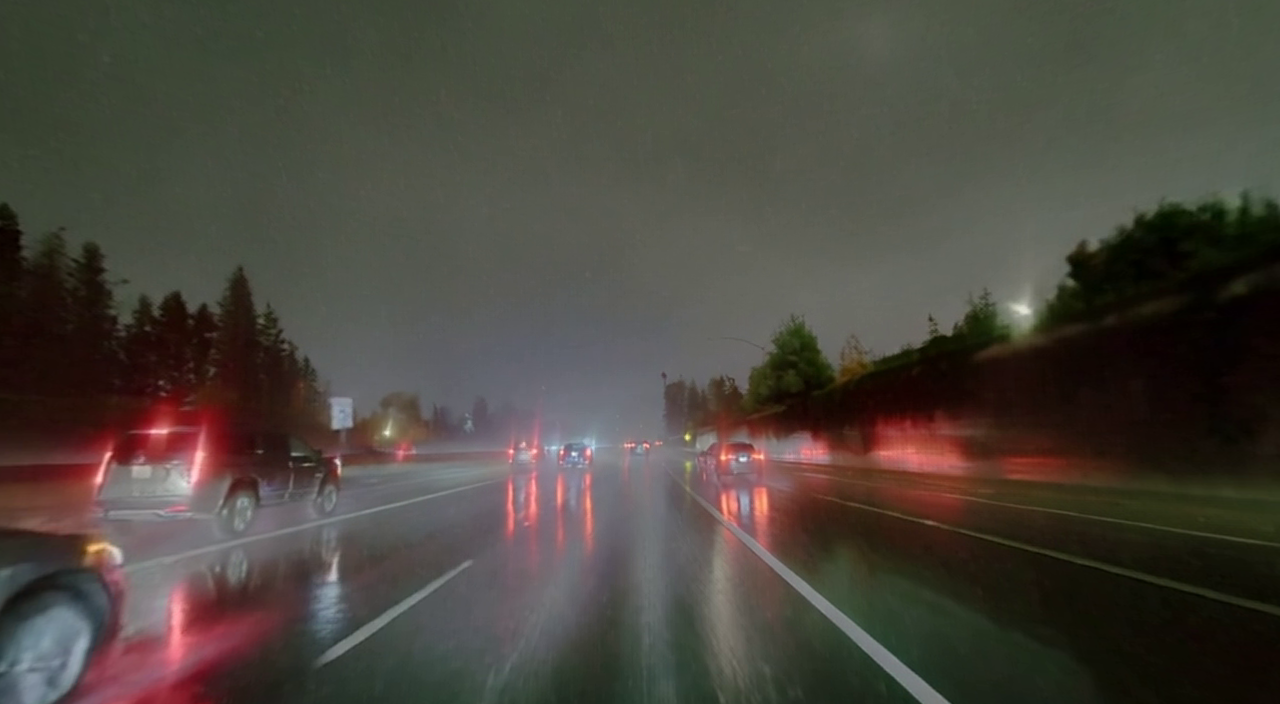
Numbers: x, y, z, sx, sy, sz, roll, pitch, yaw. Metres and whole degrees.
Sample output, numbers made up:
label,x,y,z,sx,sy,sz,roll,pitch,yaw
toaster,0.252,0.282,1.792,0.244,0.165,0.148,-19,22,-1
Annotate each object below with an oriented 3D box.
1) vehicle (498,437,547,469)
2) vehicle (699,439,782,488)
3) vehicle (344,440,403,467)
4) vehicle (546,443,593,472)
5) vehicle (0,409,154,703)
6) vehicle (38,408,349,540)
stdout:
label,x,y,z,sx,sy,sz,roll,pitch,yaw
vehicle,-7.092,6.152,38.458,2.111,1.811,4.391,0,-9,0
vehicle,3.393,3.882,22.228,2.141,1.507,4.510,0,-9,-1
vehicle,-16.674,6.375,39.597,1.832,1.564,4.002,0,-9,2
vehicle,-3.796,5.770,34.479,2.071,1.478,4.130,0,-9,0
vehicle,-4.052,0.828,1.666,1.988,1.506,4.416,0,-9,0
vehicle,-7.356,2.071,11.205,2.142,1.849,4.566,0,-9,0
